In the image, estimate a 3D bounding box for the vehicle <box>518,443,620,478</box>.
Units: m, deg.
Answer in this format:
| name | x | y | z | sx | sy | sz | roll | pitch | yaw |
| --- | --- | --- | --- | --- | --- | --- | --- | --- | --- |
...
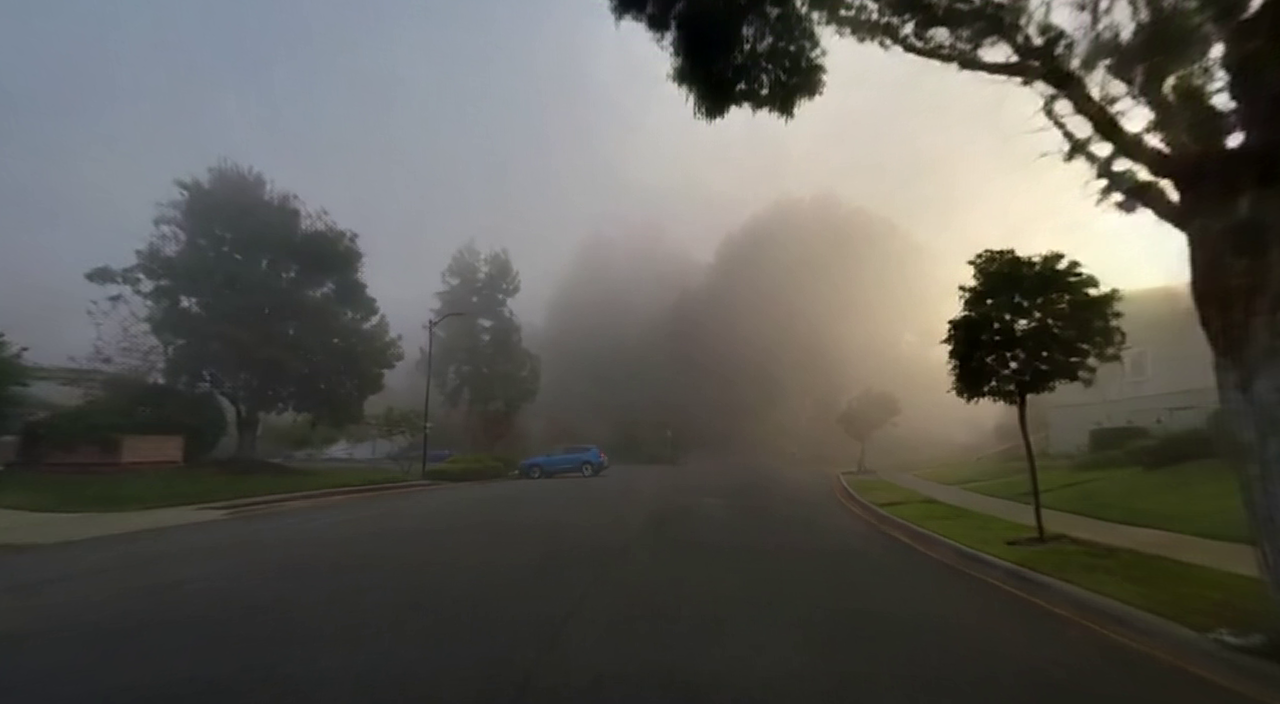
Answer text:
| name | x | y | z | sx | sy | sz | roll | pitch | yaw |
| --- | --- | --- | --- | --- | --- | --- | --- | --- | --- |
| vehicle | -3.489 | 5.371 | 31.473 | 4.692 | 1.660 | 1.879 | -2 | -9 | 11 |
